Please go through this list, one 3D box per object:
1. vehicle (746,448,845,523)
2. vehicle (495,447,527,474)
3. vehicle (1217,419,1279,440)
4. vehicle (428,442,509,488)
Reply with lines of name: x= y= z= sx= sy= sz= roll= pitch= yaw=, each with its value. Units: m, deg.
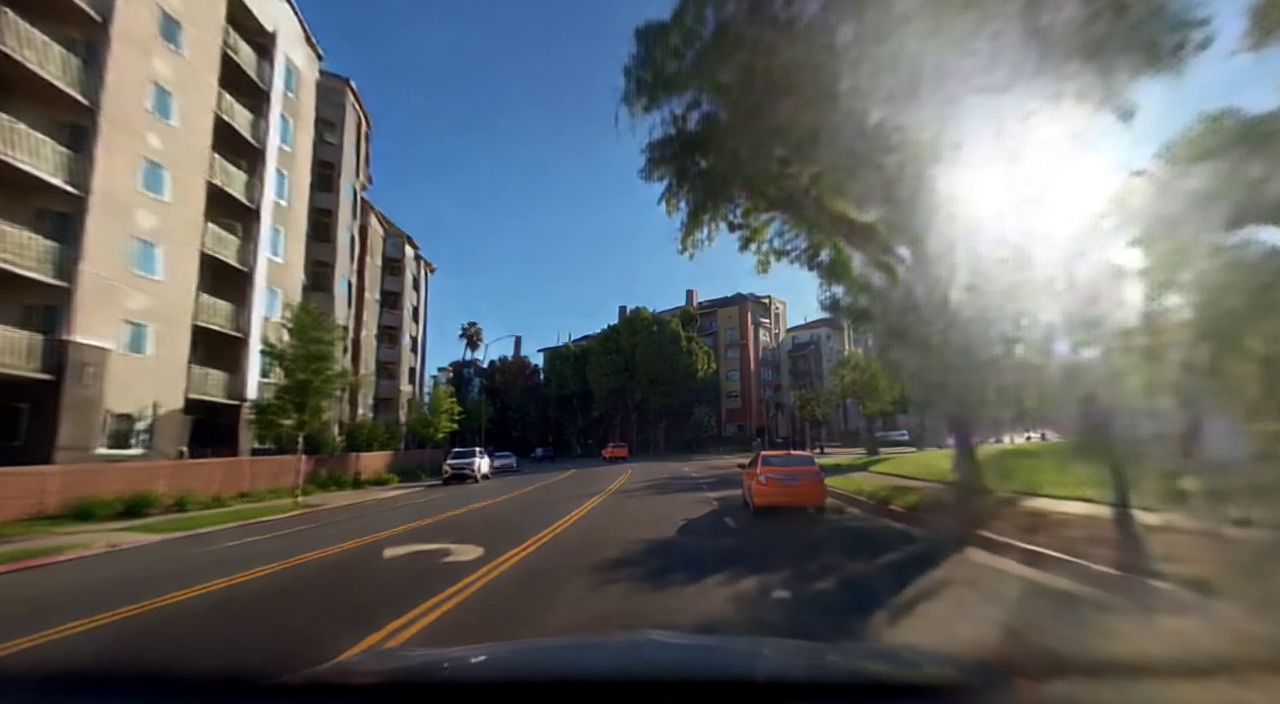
vehicle: x=3.051 y=2.677 z=12.818 sx=1.559 sy=1.351 sz=2.452 roll=-1 pitch=-10 yaw=5
vehicle: x=-8.678 y=7.317 z=42.746 sx=1.994 sy=1.697 sz=4.436 roll=1 pitch=-9 yaw=-10
vehicle: x=45.193 y=5.647 z=45.901 sx=4.494 sy=1.438 sz=1.996 roll=-7 pitch=-11 yaw=41
vehicle: x=-8.261 y=5.495 z=30.925 sx=2.347 sy=1.846 sz=4.915 roll=-6 pitch=-9 yaw=2
